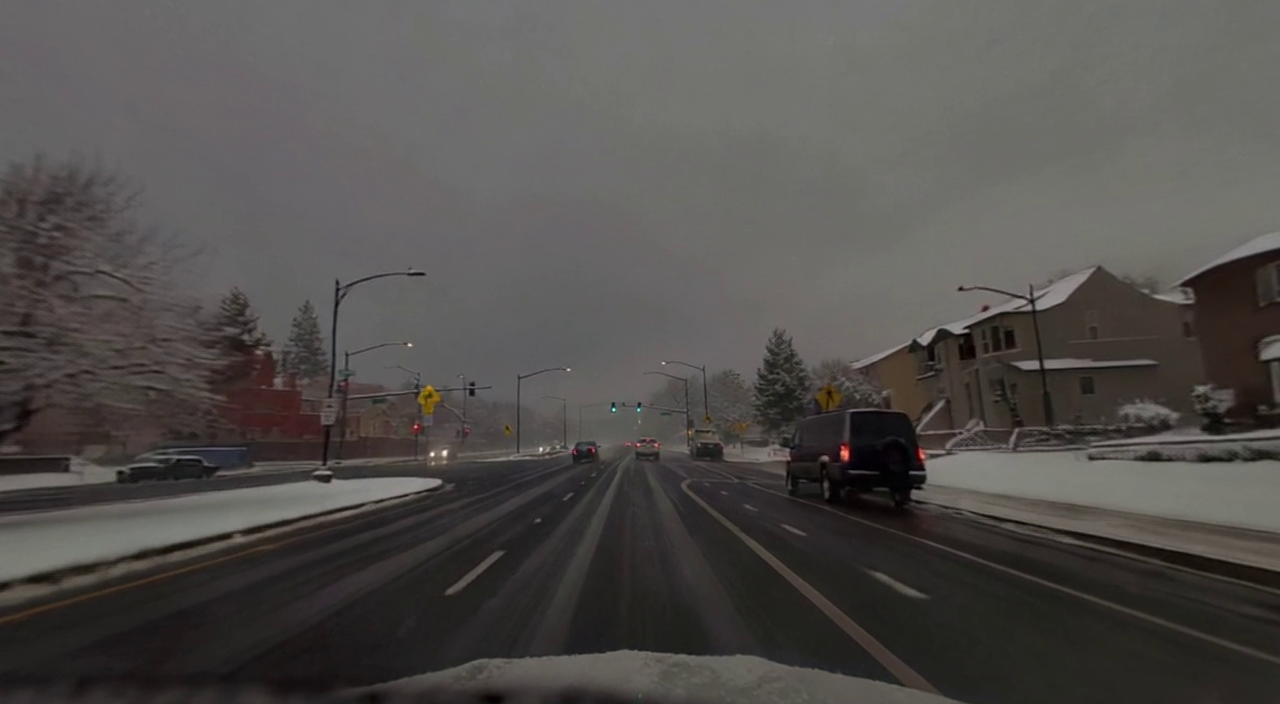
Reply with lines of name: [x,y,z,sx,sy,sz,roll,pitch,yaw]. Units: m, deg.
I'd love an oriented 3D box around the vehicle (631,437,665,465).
vehicle: [0.498,7.072,45.166,2.273,1.851,5.075,0,-8,-1]

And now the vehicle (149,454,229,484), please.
vehicle: [-25.925,6.711,36.480,1.796,1.511,3.879,0,-8,-1]

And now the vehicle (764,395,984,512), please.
vehicle: [5.477,2.620,16.701,2.763,2.329,7.864,0,-8,0]

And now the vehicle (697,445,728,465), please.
vehicle: [5.633,8.073,49.747,1.836,1.442,4.247,0,-8,-1]

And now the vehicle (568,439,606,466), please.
vehicle: [-3.703,7.102,44.852,2.233,1.775,4.491,0,-8,0]
